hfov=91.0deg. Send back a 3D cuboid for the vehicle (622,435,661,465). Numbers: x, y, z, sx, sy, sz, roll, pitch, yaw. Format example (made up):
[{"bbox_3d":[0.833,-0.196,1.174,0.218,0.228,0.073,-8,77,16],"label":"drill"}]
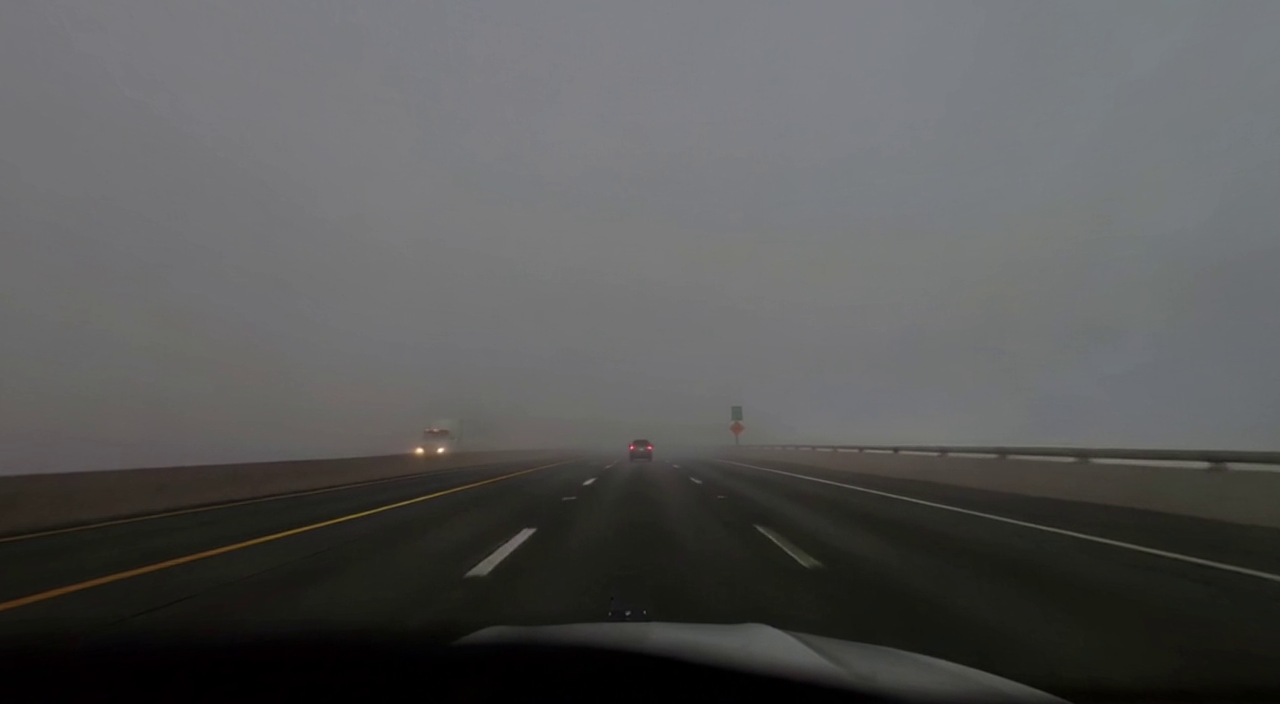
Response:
[{"bbox_3d":[0.095,5.723,36.742,2.111,1.635,4.177,0,-8,0],"label":"vehicle"}]
